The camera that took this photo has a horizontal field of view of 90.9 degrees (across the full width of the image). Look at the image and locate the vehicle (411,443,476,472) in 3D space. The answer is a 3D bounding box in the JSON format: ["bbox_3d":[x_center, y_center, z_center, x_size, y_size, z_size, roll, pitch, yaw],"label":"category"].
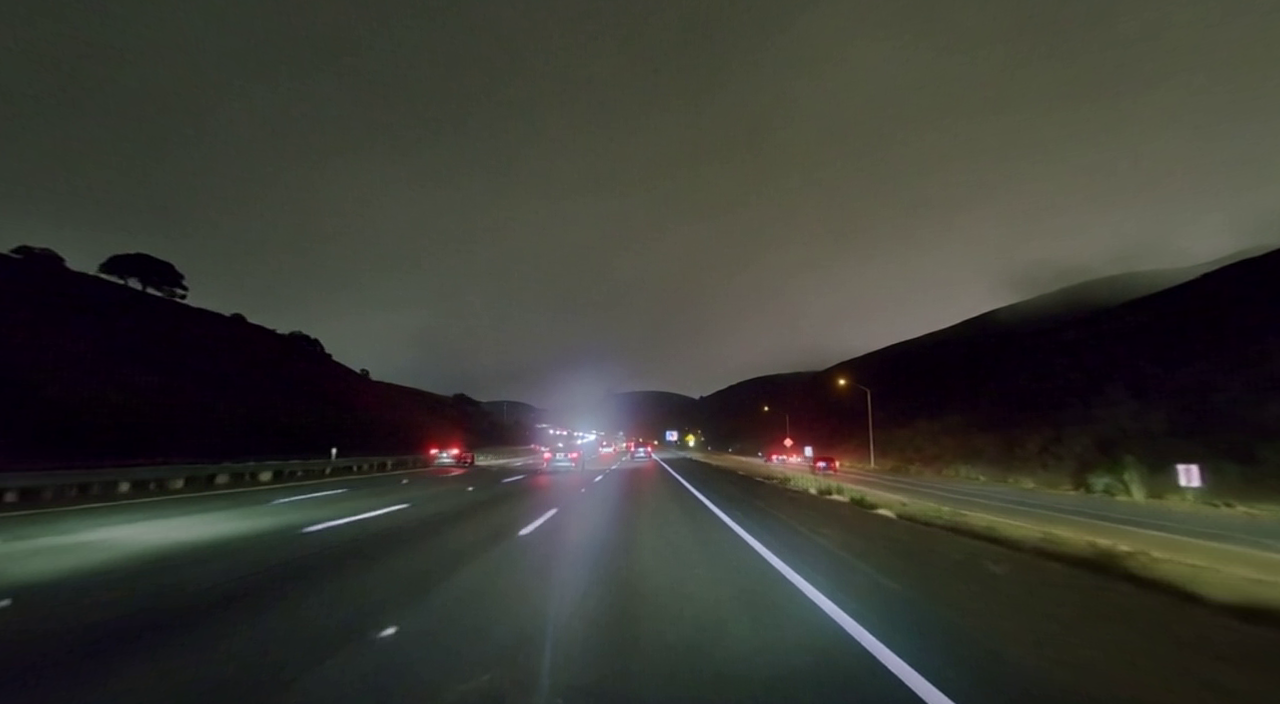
[{"bbox_3d":[-10.822,5.844,35.189,1.945,1.466,4.947,-1,-8,1],"label":"vehicle"}]

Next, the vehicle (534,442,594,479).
[{"bbox_3d":[-3.387,4.922,28.956,2.080,1.505,4.649,-1,-8,1],"label":"vehicle"}]

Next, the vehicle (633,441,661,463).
[{"bbox_3d":[0.555,7.836,49.562,2.138,1.674,4.044,0,-8,0],"label":"vehicle"}]
